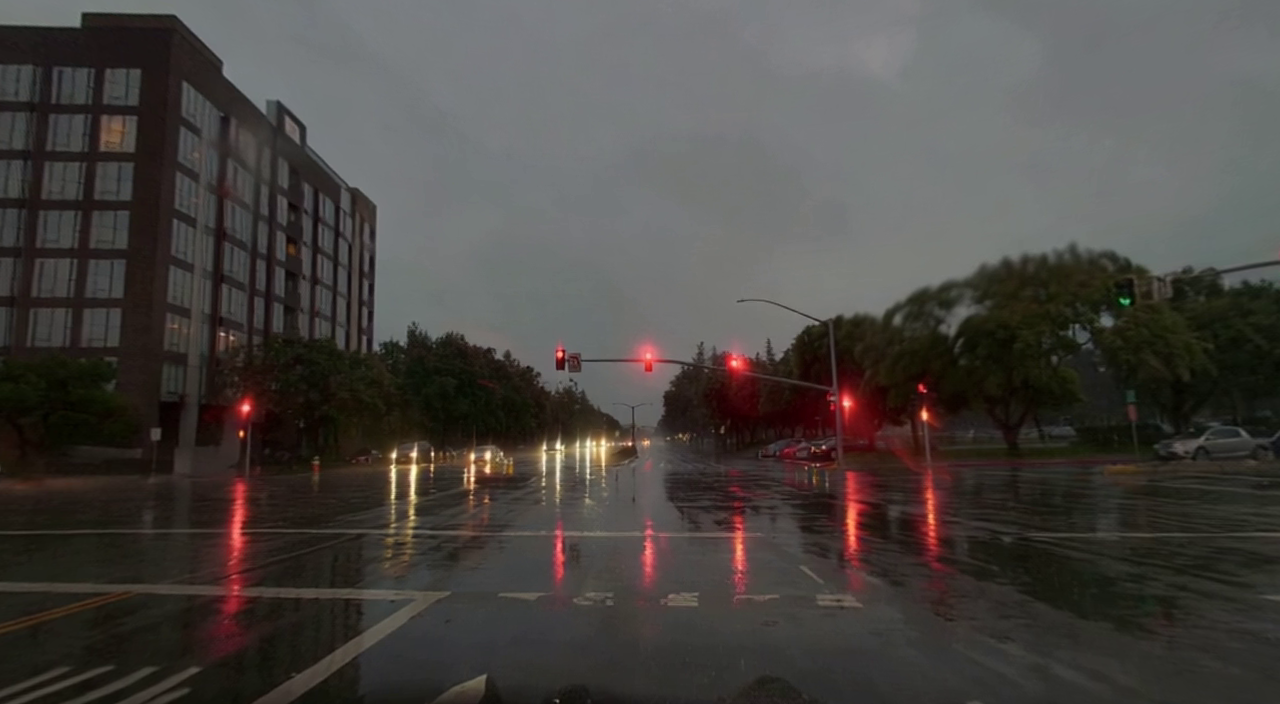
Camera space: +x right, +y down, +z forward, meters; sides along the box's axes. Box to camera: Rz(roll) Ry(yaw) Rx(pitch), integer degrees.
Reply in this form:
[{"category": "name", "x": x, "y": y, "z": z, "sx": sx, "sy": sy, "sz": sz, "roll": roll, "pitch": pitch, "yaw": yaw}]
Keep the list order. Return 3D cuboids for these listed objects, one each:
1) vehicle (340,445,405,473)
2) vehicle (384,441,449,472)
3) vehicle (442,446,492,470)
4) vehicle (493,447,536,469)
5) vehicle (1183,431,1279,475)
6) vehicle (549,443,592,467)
[{"category": "vehicle", "x": -18.540, "y": 7.417, "z": 44.091, "sx": 2.237, "sy": 1.842, "sz": 5.116, "roll": 0, "pitch": -9, "yaw": 0}, {"category": "vehicle", "x": -15.130, "y": 7.127, "z": 43.248, "sx": 2.340, "sy": 1.946, "sz": 5.450, "roll": -1, "pitch": -9, "yaw": 1}, {"category": "vehicle", "x": -11.641, "y": 7.153, "z": 42.811, "sx": 2.003, "sy": 1.476, "sz": 4.297, "roll": -1, "pitch": -9, "yaw": 2}, {"category": "vehicle", "x": -8.076, "y": 6.850, "z": 40.976, "sx": 1.910, "sy": 1.288, "sz": 4.093, "roll": -1, "pitch": -9, "yaw": 1}, {"category": "vehicle", "x": 22.322, "y": 3.560, "z": 22.364, "sx": 4.474, "sy": 1.477, "sz": 1.908, "roll": 0, "pitch": -9, "yaw": -3}, {"category": "vehicle", "x": -4.503, "y": 6.759, "z": 41.757, "sx": 2.109, "sy": 1.461, "sz": 4.637, "roll": -1, "pitch": -9, "yaw": 2}]
